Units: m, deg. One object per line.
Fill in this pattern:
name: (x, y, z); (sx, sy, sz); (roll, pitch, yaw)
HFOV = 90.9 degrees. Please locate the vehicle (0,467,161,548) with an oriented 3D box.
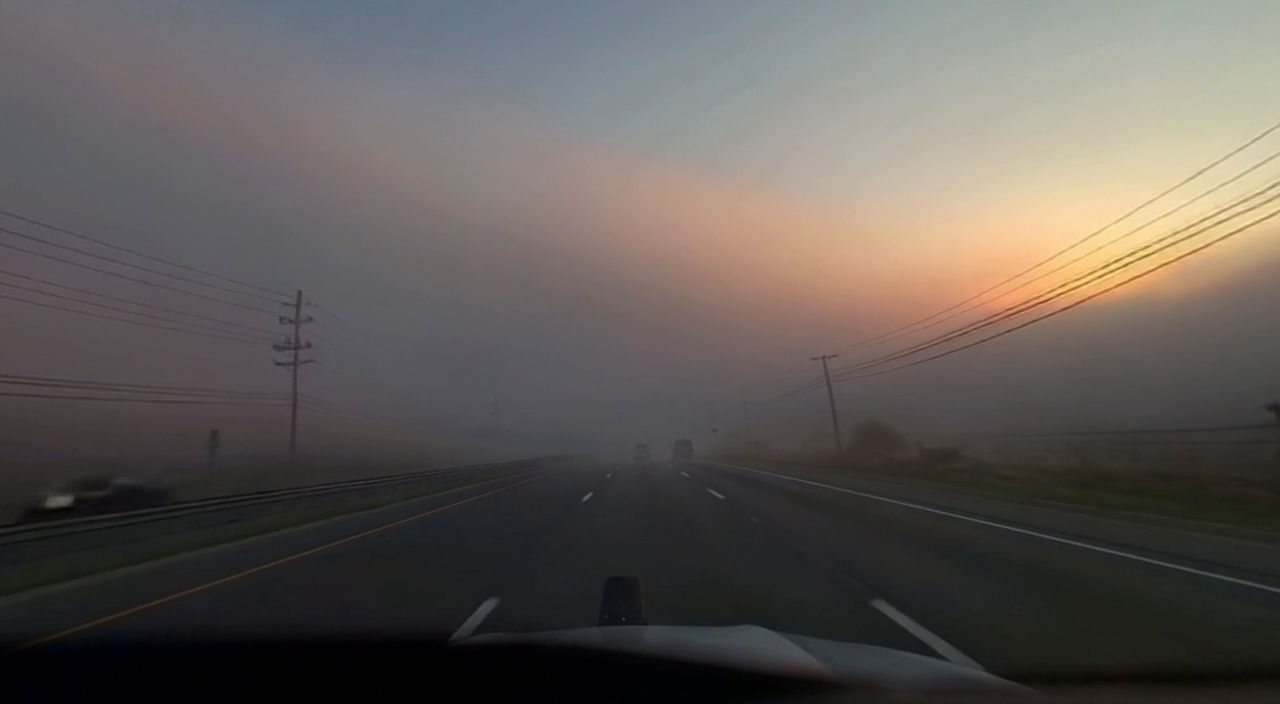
vehicle: (-16.499, 4.240, 17.858); (2.122, 1.774, 4.756); (0, -8, 0)
